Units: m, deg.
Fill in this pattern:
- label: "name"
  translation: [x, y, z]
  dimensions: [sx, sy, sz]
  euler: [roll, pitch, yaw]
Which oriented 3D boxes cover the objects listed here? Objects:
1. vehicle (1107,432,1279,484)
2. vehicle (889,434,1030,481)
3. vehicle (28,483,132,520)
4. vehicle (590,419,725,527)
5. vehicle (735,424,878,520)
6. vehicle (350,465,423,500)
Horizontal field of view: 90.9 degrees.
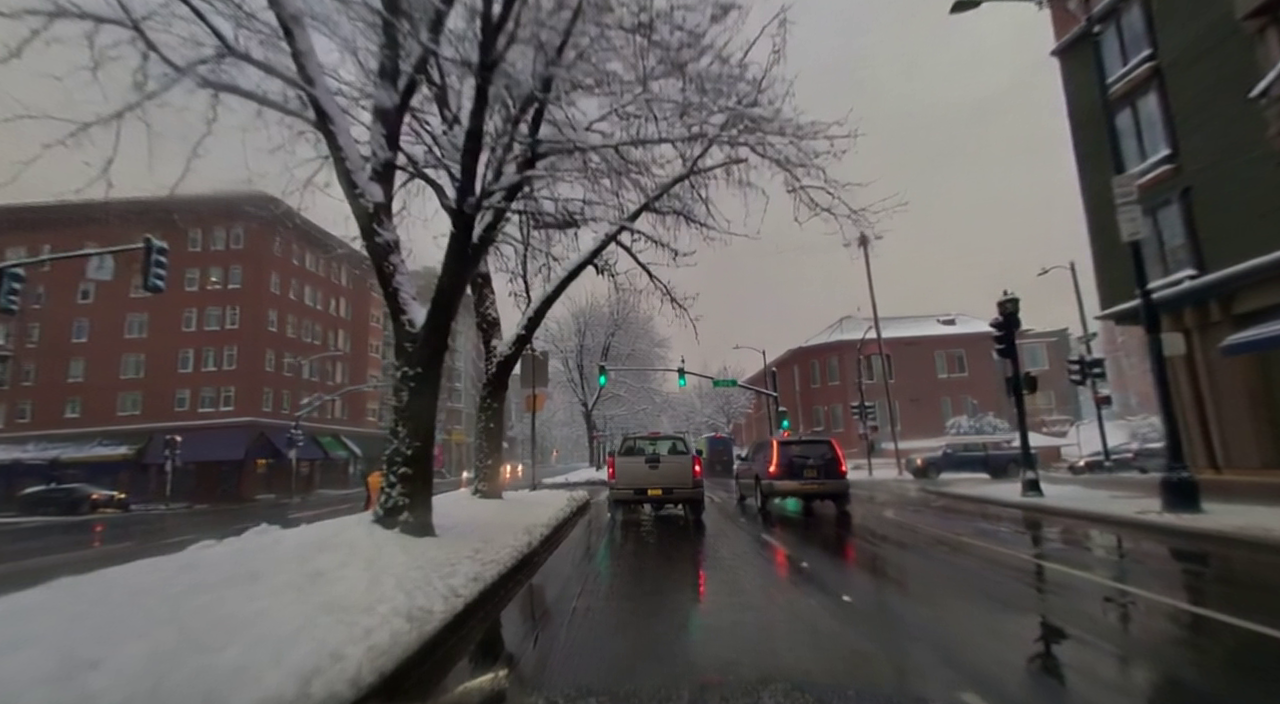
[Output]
- label: "vehicle"
  translation: [18.924, 3.604, 21.555]
  dimensions: [4.248, 1.642, 1.961]
  euler: [0, -9, 0]
- label: "vehicle"
  translation: [14.279, 4.748, 28.502]
  dimensions: [5.156, 2.005, 2.122]
  euler: [-1, -9, 6]
- label: "vehicle"
  translation: [-27.610, 7.366, 31.189]
  dimensions: [3.416, 1.466, 1.840]
  euler: [-3, -6, 0]
- label: "vehicle"
  translation: [0.301, 2.322, 12.522]
  dimensions: [2.209, 1.748, 4.130]
  euler: [0, -9, 0]
- label: "vehicle"
  translation: [3.377, 2.527, 13.678]
  dimensions: [1.939, 1.746, 4.091]
  euler: [0, -9, 0]
- label: "vehicle"
  translation: [-13.419, 6.914, 33.697]
  dimensions: [2.035, 1.619, 4.327]
  euler: [0, -9, 1]
